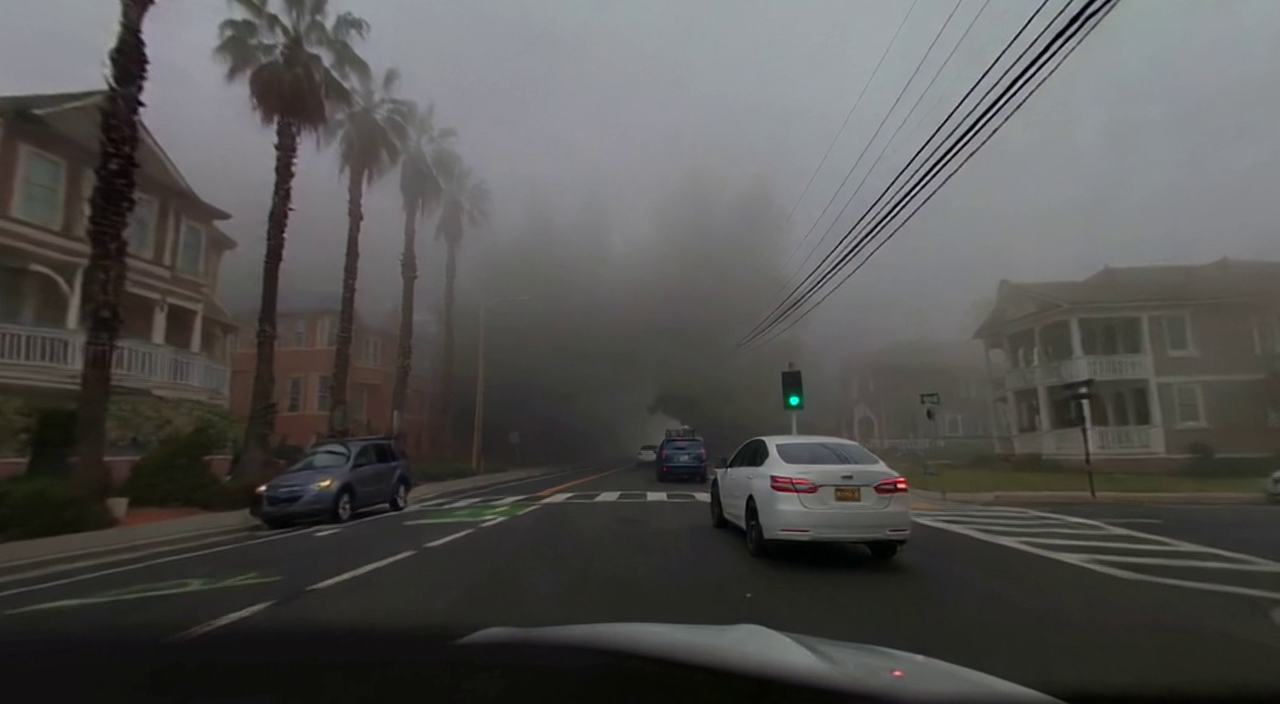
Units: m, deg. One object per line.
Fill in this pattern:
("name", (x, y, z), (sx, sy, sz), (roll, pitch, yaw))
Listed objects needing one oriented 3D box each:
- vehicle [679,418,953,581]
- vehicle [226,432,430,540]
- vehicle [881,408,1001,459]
("vehicle", (1.864, 1.776, 8.465), (2.096, 1.552, 4.519), (0, -9, -4))
("vehicle", (-6.622, 2.799, 14.094), (2.069, 1.820, 4.388), (-3, -6, 5))
("vehicle", (17.734, 4.798, 37.449), (5.880, 2.540, 2.003), (-4, -6, 2))
